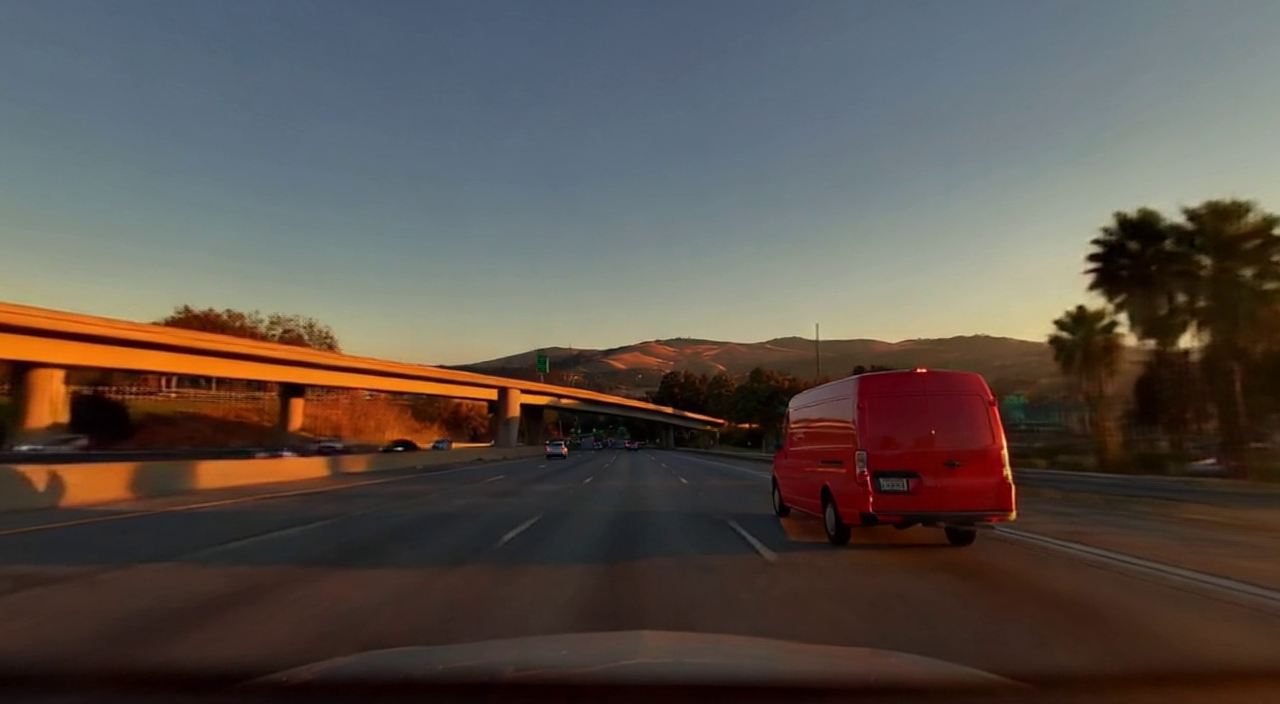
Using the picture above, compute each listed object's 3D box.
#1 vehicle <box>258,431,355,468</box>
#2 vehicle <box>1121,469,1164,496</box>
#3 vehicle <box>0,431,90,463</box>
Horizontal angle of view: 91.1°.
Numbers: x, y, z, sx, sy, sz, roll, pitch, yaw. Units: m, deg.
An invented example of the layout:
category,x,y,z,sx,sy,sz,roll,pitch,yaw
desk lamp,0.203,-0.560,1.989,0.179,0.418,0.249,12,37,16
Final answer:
category,x,y,z,sx,sy,sz,roll,pitch,yaw
vehicle,-16.235,4.788,30.920,1.967,1.669,5.209,0,-8,0
vehicle,37.700,9.705,47.066,2.115,1.724,4.226,-7,-11,41
vehicle,-36.573,5.768,38.137,2.127,1.828,4.972,1,-8,-6
